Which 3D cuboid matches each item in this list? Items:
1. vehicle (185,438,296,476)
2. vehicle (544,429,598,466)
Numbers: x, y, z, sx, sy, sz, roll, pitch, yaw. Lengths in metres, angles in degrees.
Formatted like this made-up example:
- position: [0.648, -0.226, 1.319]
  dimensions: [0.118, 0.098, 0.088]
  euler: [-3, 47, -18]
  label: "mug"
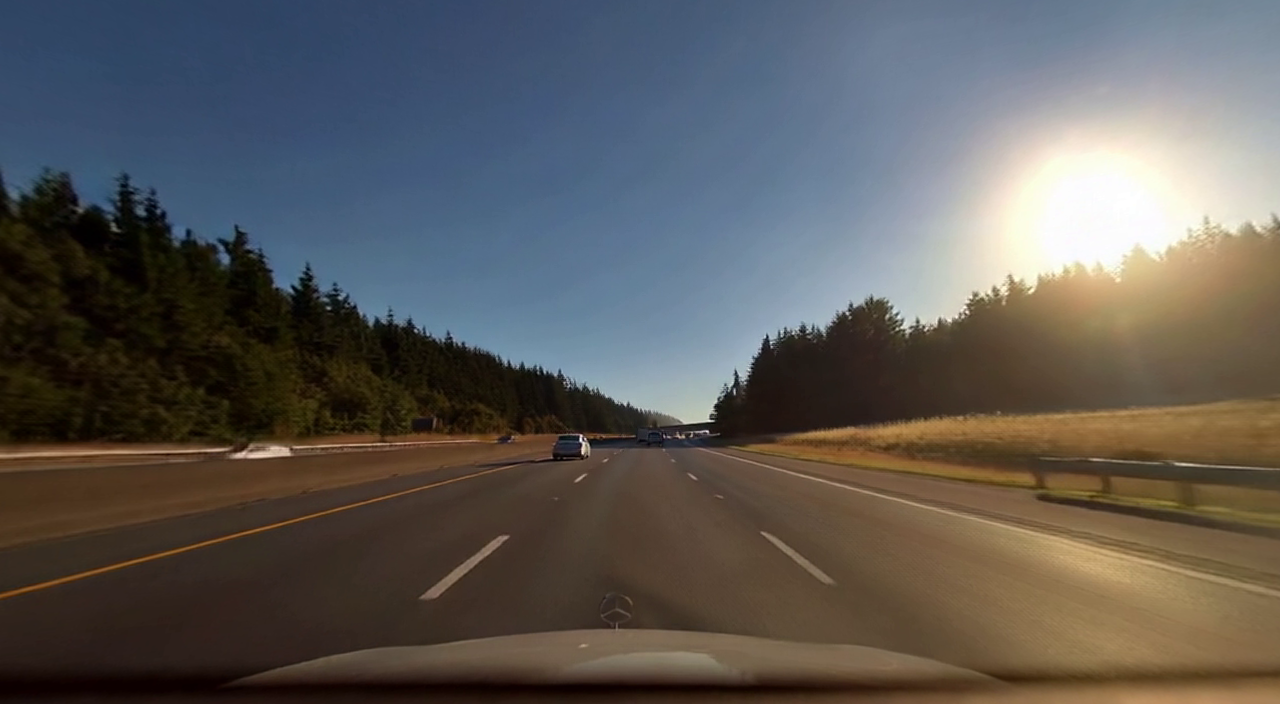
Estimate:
- position: [-17.117, 4.494, 27.336]
  dimensions: [1.901, 1.482, 4.538]
  euler: [0, -8, -1]
  label: "vehicle"
- position: [-3.273, 4.628, 30.664]
  dimensions: [2.084, 1.654, 4.080]
  euler: [0, -8, 1]
  label: "vehicle"
